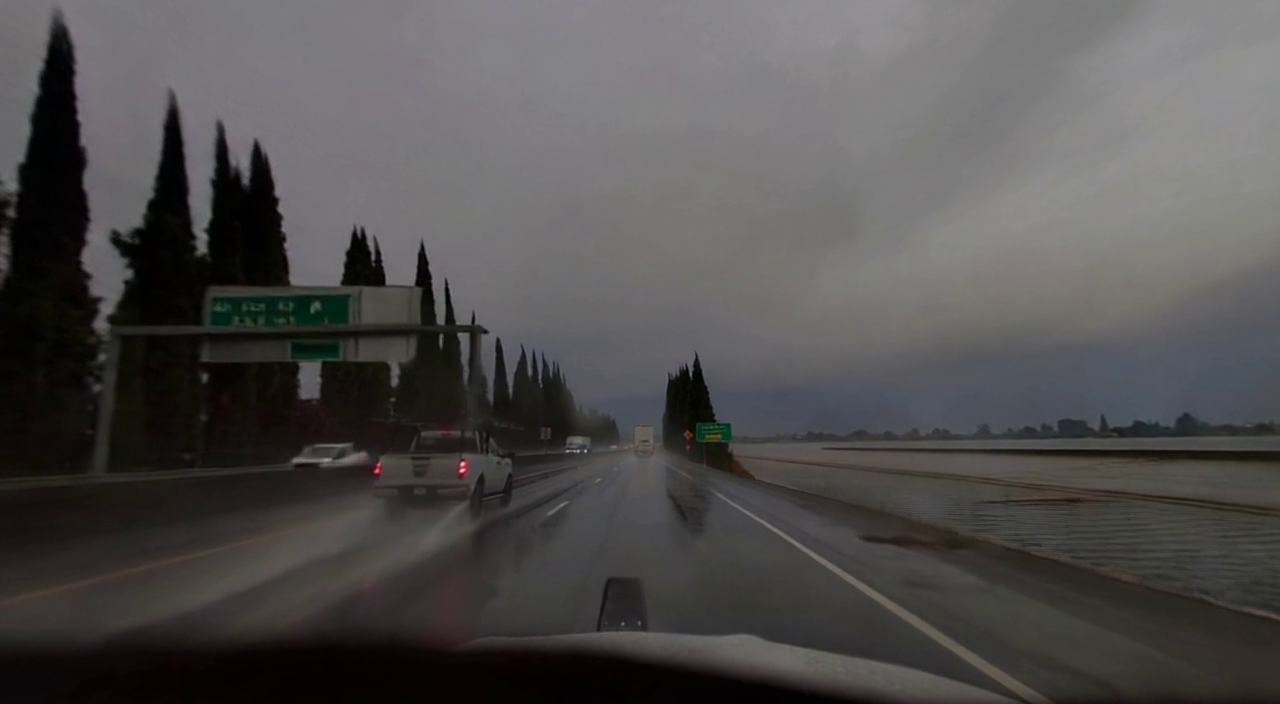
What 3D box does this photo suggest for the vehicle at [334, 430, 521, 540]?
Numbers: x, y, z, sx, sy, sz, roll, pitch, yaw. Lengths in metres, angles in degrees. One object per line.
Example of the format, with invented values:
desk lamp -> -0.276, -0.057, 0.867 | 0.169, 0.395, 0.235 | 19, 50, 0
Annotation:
vehicle -> -3.595, 2.317, 11.547 | 2.009, 1.638, 3.968 | 0, -9, 0

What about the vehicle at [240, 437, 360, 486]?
vehicle -> -15.937, 5.162, 30.068 | 2.416, 2.072, 5.800 | 0, -9, 0
